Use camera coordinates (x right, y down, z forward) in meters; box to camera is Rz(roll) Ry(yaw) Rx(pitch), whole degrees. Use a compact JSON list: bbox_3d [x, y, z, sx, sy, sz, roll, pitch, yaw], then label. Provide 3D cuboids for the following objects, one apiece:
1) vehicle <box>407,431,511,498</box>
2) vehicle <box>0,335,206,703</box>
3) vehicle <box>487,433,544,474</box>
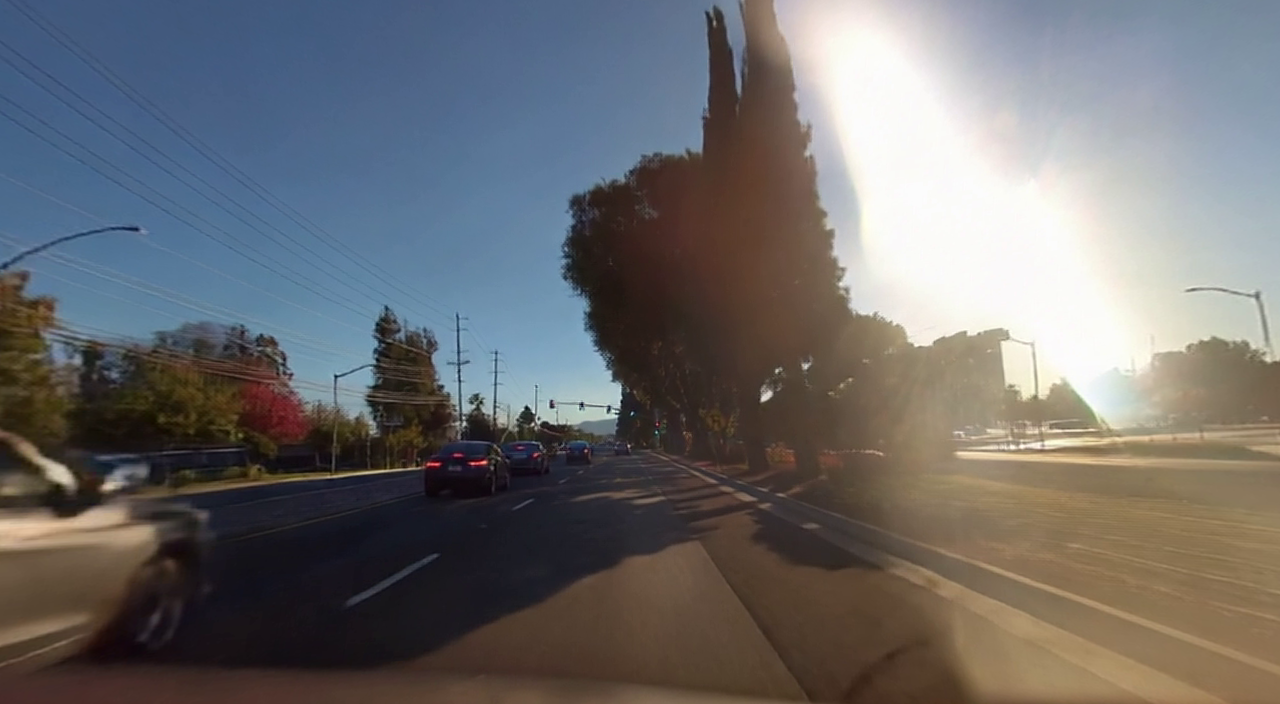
[{"bbox_3d":[-5.083,3.221,18.399,2.041,1.698,4.094,0,-9,-4],"label":"vehicle"},{"bbox_3d":[-3.910,0.692,1.805,2.189,1.807,4.467,0,-9,-1],"label":"vehicle"},{"bbox_3d":[-6.097,5.033,31.530,2.337,1.862,4.924,1,-9,-6],"label":"vehicle"}]
